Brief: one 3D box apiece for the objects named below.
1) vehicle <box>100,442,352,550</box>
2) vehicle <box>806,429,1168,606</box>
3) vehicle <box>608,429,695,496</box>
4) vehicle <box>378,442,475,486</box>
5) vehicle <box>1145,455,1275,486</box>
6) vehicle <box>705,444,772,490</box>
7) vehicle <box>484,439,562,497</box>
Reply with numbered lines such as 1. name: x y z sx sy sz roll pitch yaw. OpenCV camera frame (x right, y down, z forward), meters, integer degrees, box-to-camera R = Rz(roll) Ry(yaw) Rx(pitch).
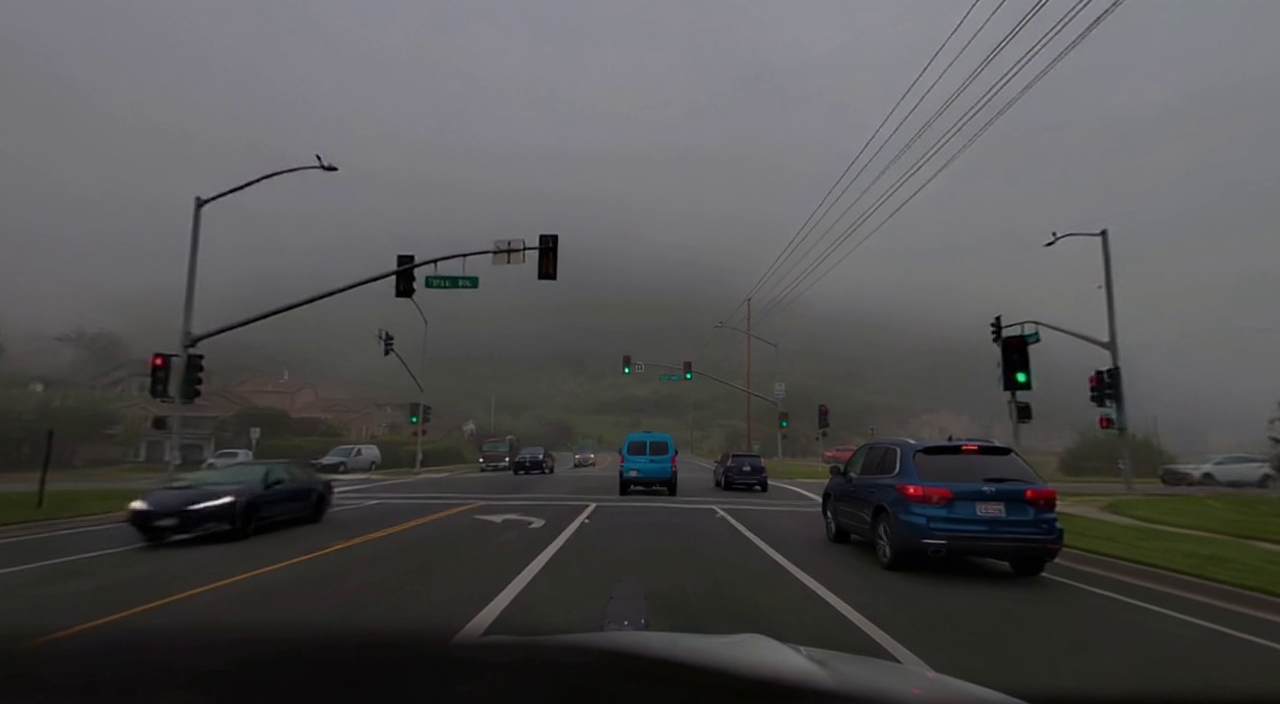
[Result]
1. vehicle: -7.093 2.442 11.573 2.005 1.533 4.644 1 -8 -8
2. vehicle: 3.927 1.920 8.412 2.155 1.658 4.721 0 -8 1
3. vehicle: 0.378 3.734 21.766 2.636 2.011 5.130 0 -8 1
4. vehicle: -9.871 5.084 29.052 4.530 1.864 1.999 -7 -11 38
5. vehicle: 29.178 6.042 32.365 4.649 1.481 2.019 0 -8 1
6. vehicle: 3.807 4.493 25.029 1.957 1.646 4.355 0 -8 0
7. vehicle: -4.095 3.868 21.497 2.059 1.749 4.458 3 -9 -17
